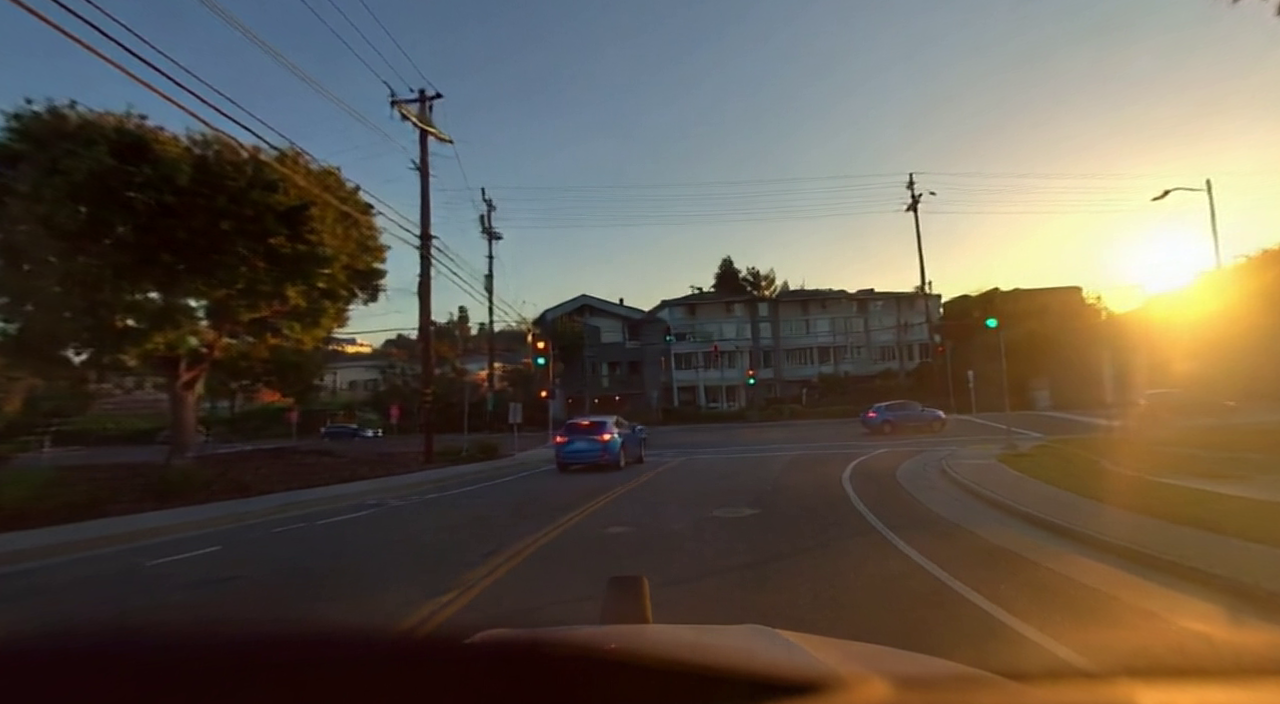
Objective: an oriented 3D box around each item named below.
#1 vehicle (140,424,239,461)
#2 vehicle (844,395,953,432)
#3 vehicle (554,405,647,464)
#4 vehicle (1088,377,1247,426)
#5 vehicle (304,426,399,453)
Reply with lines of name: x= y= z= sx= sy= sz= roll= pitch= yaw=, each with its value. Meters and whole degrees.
vehicle: x=-27.737 y=5.547 z=38.828 sx=4.928 sy=1.843 sz=2.055 roll=-4 pitch=-2 yaw=10
vehicle: x=12.659 y=3.067 z=31.171 sx=4.636 sy=1.668 sz=1.935 roll=-2 pitch=-8 yaw=12
vehicle: x=-1.162 y=2.829 z=21.268 sx=1.928 sy=1.726 sz=4.704 roll=-2 pitch=-9 yaw=12
vehicle: x=23.816 y=2.320 z=28.685 sx=4.950 sy=2.022 sz=2.221 roll=-2 pitch=-8 yaw=11
vehicle: x=-16.729 y=5.064 z=36.602 sx=4.610 sy=1.476 sz=2.021 roll=-2 pitch=-8 yaw=10
